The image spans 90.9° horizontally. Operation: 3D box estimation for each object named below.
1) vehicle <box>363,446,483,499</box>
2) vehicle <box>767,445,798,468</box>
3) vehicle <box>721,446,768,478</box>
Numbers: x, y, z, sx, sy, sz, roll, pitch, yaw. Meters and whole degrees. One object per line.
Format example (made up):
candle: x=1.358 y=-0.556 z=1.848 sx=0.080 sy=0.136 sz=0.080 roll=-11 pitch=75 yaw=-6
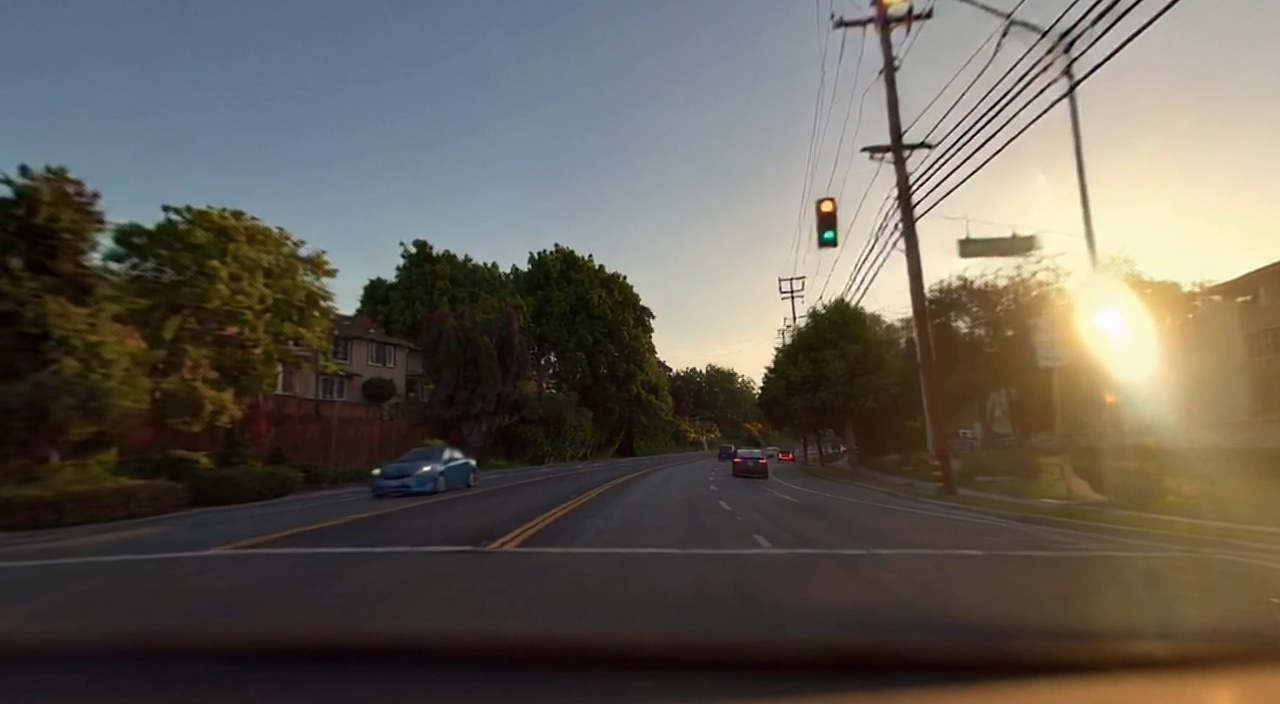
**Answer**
vehicle: x=-6.642 y=3.719 z=19.906 sx=1.985 sy=1.463 sz=4.294 roll=-1 pitch=-8 yaw=5
vehicle: x=10.980 y=8.055 z=48.715 sx=2.027 sy=1.674 sz=4.256 roll=-1 pitch=-8 yaw=9
vehicle: x=5.360 y=5.667 z=32.764 sx=1.951 sy=1.479 sz=4.487 roll=-1 pitch=-8 yaw=4
